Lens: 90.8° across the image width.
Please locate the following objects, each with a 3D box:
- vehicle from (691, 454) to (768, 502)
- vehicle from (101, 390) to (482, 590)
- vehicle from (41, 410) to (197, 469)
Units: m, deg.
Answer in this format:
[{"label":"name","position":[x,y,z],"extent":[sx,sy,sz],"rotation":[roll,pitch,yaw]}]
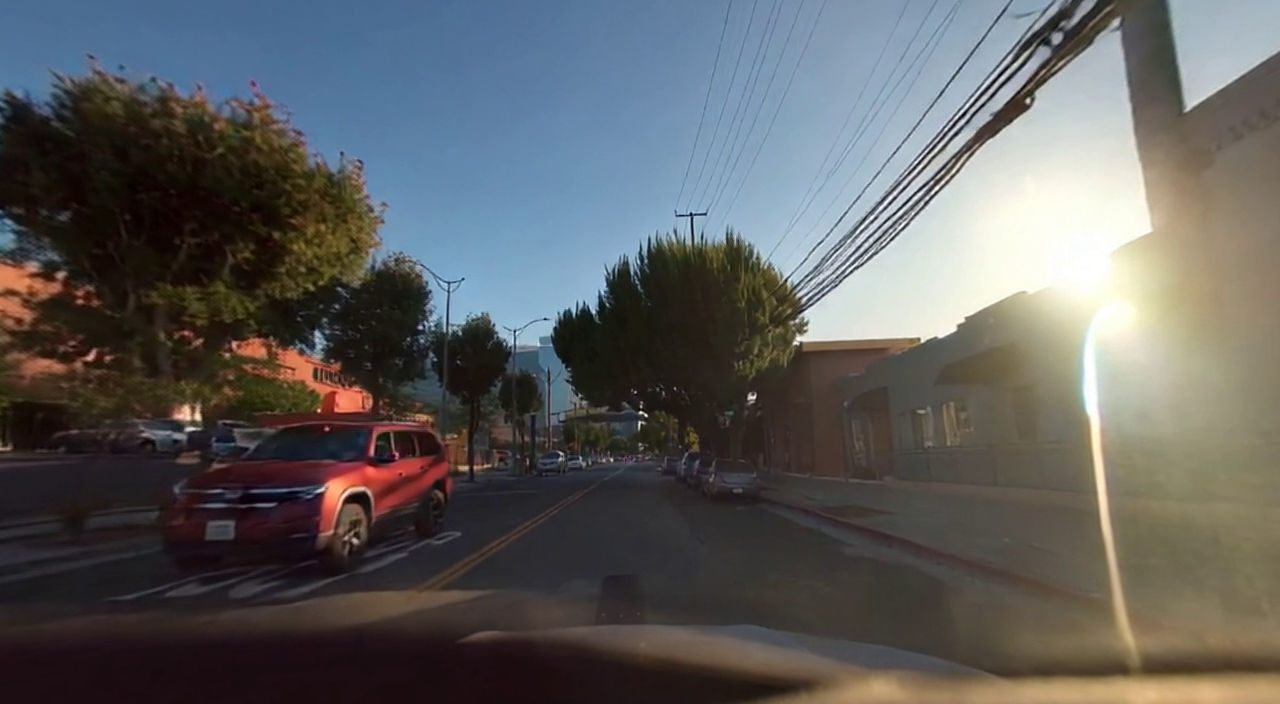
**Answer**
[{"label":"vehicle","position":[2.907,4.202,21.419],"extent":[1.877,1.373,3.854],"rotation":[0,-8,-3]},{"label":"vehicle","position":[-4.073,1.723,8.770],"extent":[2.495,1.966,4.846],"rotation":[0,-8,0]},{"label":"vehicle","position":[-24.405,4.189,30.026],"extent":[2.288,2.514,5.886],"rotation":[0,-8,1]}]
